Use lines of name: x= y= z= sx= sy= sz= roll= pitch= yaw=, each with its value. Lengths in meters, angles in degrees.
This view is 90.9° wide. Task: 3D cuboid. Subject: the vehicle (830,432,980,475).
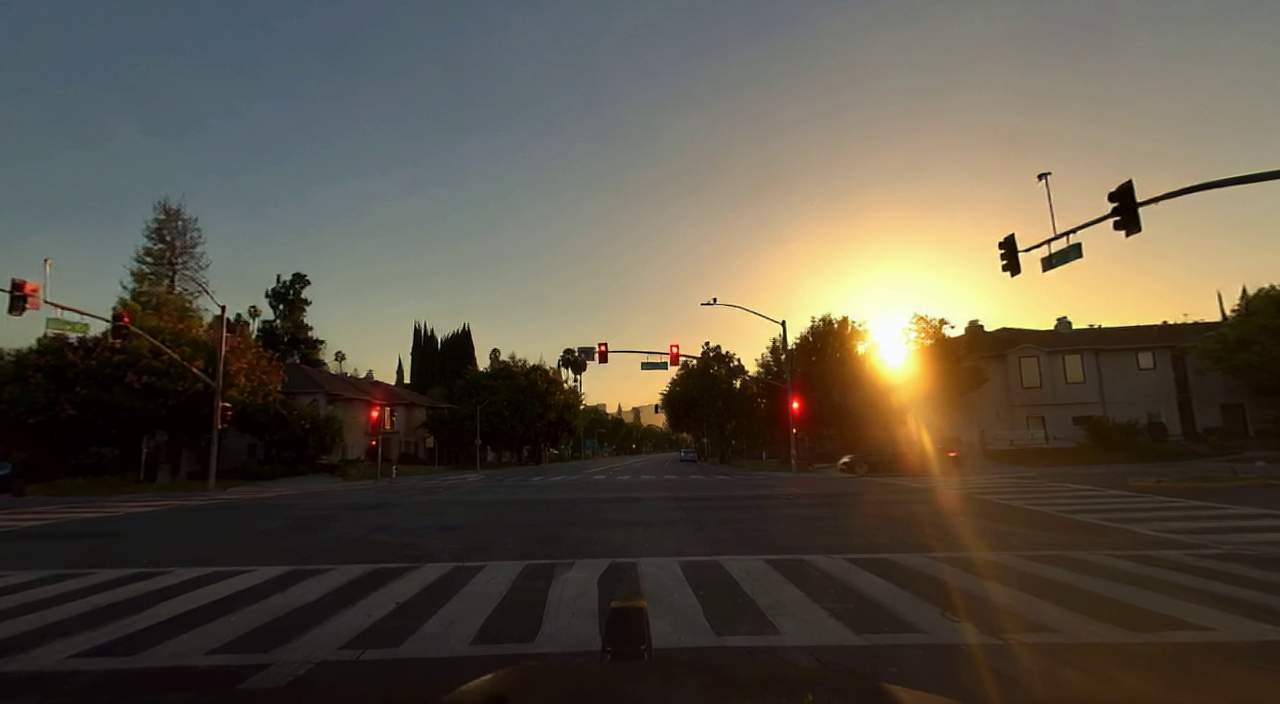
vehicle: x=9.477 y=3.645 z=22.795 sx=4.562 sy=1.460 sz=1.822 roll=0 pitch=-8 yaw=-1
